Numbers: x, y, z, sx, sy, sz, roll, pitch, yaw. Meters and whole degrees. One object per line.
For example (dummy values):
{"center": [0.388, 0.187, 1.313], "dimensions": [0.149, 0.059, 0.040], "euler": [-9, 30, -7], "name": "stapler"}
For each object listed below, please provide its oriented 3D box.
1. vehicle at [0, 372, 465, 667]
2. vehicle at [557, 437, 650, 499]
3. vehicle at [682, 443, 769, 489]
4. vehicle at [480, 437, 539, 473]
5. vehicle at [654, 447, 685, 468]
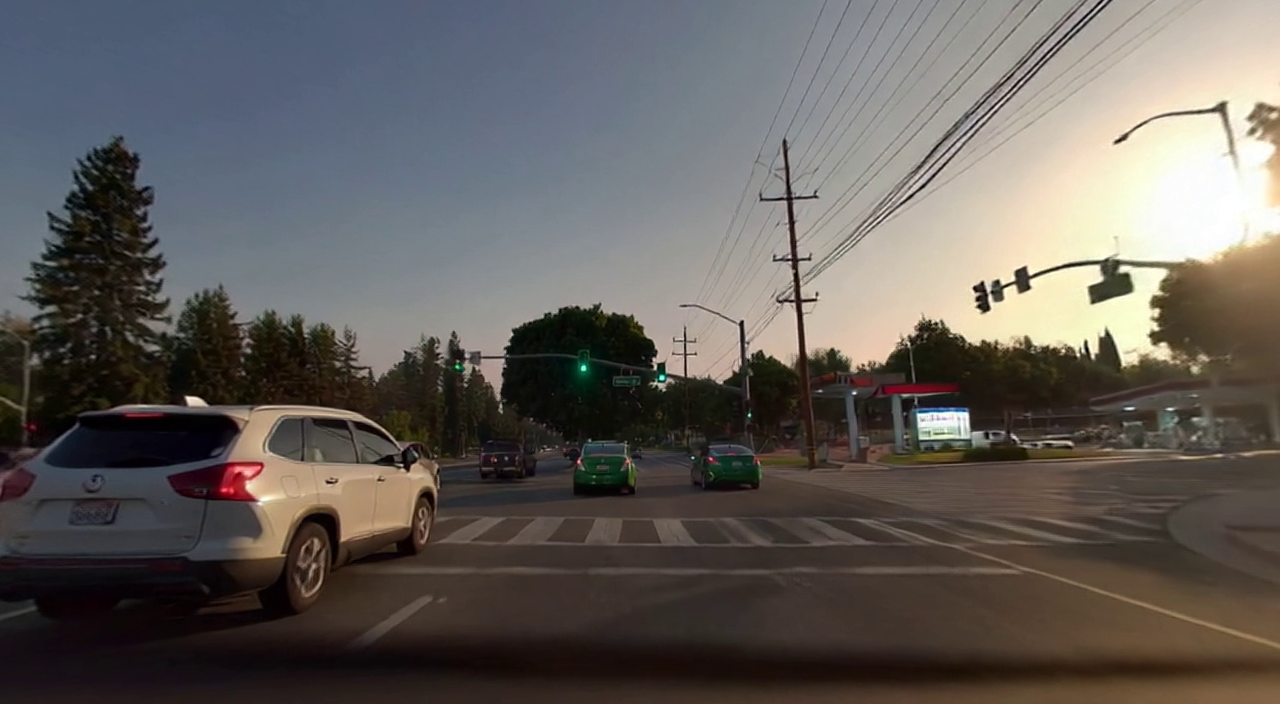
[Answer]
{"center": [-3.226, 1.264, 5.858], "dimensions": [1.922, 1.642, 4.547], "euler": [0, -8, -1], "name": "vehicle"}
{"center": [-0.918, 3.037, 16.930], "dimensions": [2.189, 1.437, 4.135], "euler": [0, -8, -2], "name": "vehicle"}
{"center": [2.609, 3.614, 20.468], "dimensions": [2.065, 1.302, 4.416], "euler": [0, -8, -2], "name": "vehicle"}
{"center": [-7.592, 6.048, 37.347], "dimensions": [2.385, 1.918, 5.056], "euler": [0, -8, 0], "name": "vehicle"}
{"center": [2.193, 7.998, 47.989], "dimensions": [2.069, 1.464, 4.599], "euler": [0, -8, -1], "name": "vehicle"}
